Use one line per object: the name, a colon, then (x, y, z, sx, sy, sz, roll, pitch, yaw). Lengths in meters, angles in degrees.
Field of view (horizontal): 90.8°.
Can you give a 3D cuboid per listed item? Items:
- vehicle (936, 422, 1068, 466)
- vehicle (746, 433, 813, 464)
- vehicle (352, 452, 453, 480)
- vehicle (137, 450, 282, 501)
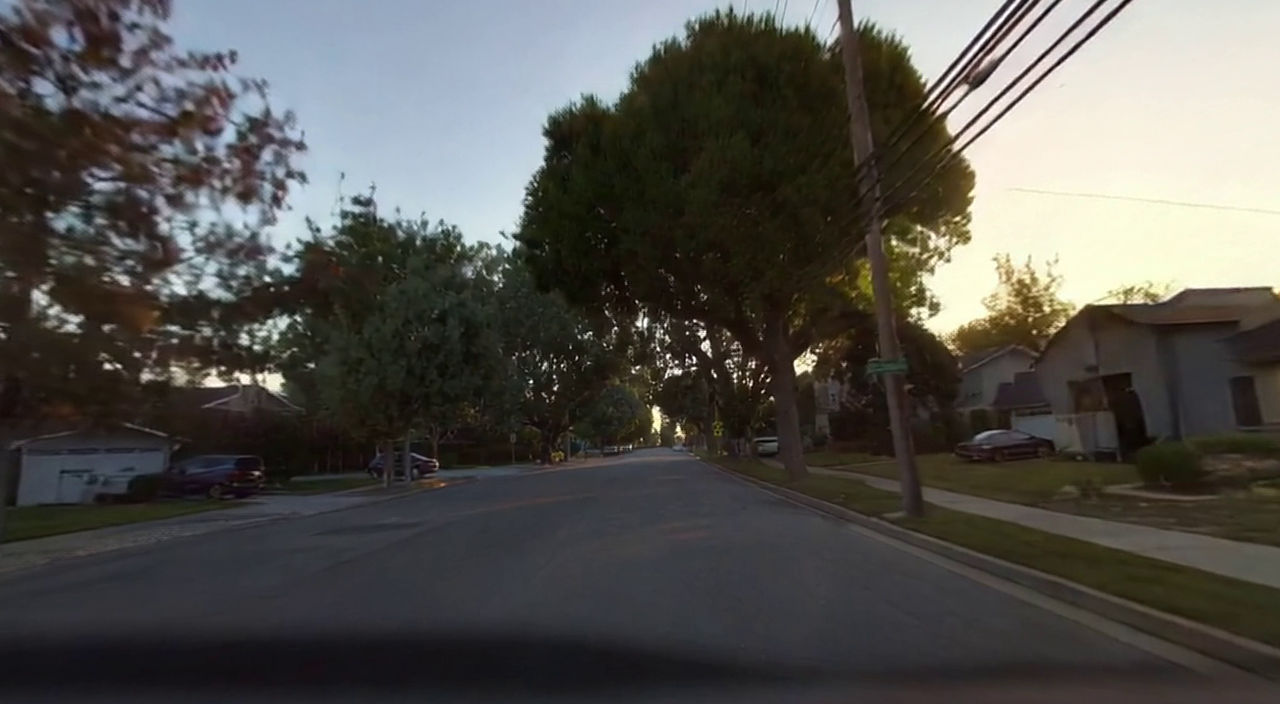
vehicle: (14.465, 3.714, 25.414, 4.078, 1.516, 1.798, -3, -9, 2)
vehicle: (10.568, 7.353, 48.271, 4.574, 1.699, 2.093, -8, -8, 5)
vehicle: (-12.826, 6.138, 34.219, 4.718, 1.454, 1.843, -1, -9, 5)
vehicle: (-15.335, 4.386, 22.912, 1.816, 1.614, 4.866, 0, -9, 0)
